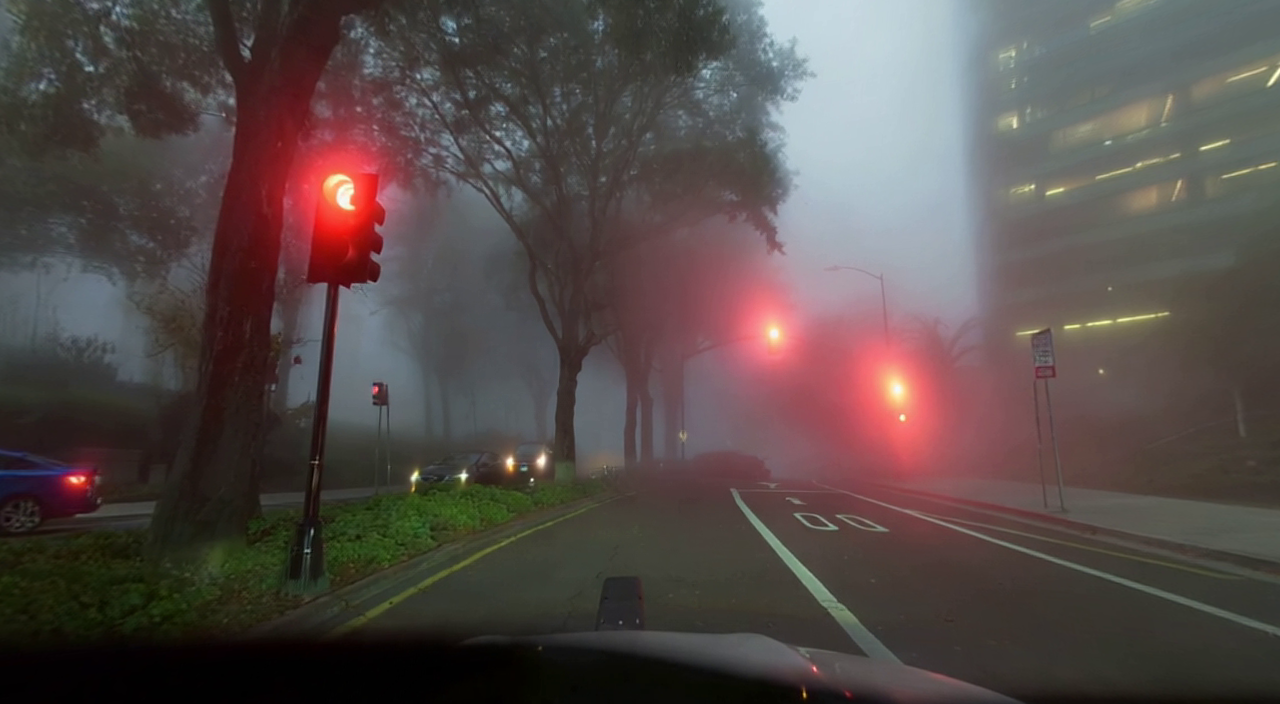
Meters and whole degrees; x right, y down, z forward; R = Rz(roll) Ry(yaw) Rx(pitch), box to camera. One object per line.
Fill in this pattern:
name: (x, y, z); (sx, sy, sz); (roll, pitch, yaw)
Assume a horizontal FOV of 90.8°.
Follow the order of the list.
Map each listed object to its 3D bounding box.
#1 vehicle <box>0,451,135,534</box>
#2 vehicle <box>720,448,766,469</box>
vehicle: (-12.863, 2.712, 12.269); (4.598, 1.490, 1.816); (7, -11, -40)
vehicle: (7.847, 8.118, 48.417); (1.829, 1.440, 4.384); (2, -9, -14)
